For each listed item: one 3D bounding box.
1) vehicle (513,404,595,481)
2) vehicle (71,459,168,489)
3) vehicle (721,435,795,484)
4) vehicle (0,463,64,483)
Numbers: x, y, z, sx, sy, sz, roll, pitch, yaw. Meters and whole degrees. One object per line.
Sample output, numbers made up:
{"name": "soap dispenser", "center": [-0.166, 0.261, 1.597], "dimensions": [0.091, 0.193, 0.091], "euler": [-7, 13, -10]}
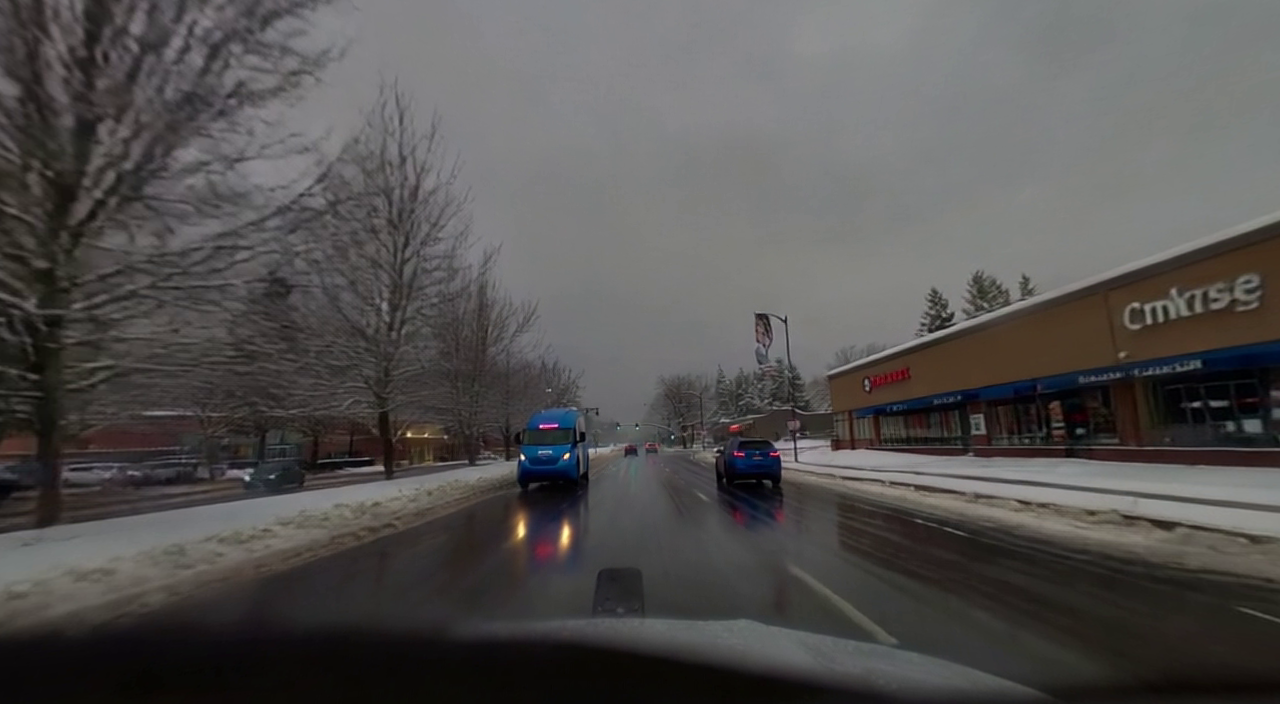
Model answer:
{"name": "vehicle", "center": [-3.325, 3.723, 25.879], "dimensions": [2.443, 2.784, 5.862], "euler": [0, -9, 1]}
{"name": "vehicle", "center": [-31.445, 7.349, 38.327], "dimensions": [4.225, 1.449, 1.819], "euler": [1, -9, -27]}
{"name": "vehicle", "center": [4.283, 3.991, 23.642], "dimensions": [1.869, 1.646, 4.166], "euler": [0, -9, -1]}
{"name": "vehicle", "center": [-48.202, 9.453, 49.272], "dimensions": [4.456, 1.479, 1.868], "euler": [1, -10, -8]}
